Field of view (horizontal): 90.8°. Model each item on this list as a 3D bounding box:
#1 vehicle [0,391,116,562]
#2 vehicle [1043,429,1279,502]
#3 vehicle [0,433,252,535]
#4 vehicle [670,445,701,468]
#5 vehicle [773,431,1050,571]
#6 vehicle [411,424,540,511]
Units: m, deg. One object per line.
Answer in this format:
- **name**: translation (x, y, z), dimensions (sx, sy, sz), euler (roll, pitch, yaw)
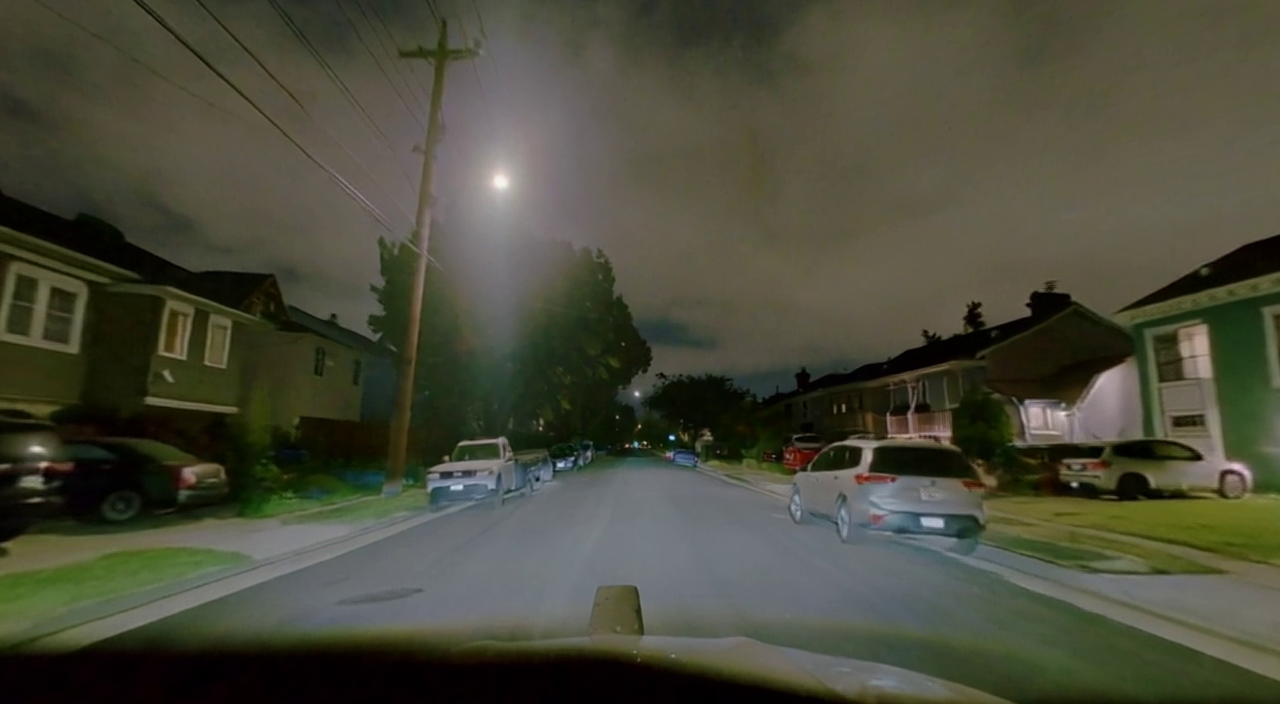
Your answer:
- **vehicle**: translation (-9.102, 1.387, 7.118), dimensions (4.469, 1.816, 2.022), euler (0, -9, -1)
- **vehicle**: translation (12.874, 2.762, 15.605), dimensions (4.377, 1.650, 2.107), euler (0, -9, -2)
- **vehicle**: translation (-9.197, 2.076, 10.243), dimensions (4.462, 1.460, 2.014), euler (0, -9, 1)
- **vehicle**: translation (3.227, 7.497, 45.446), dimensions (1.916, 1.587, 3.986), euler (0, -9, 1)
- **vehicle**: translation (3.523, 2.001, 9.342), dimensions (2.019, 1.536, 4.405), euler (0, -9, -2)
- **vehicle**: translation (-4.047, 2.937, 16.562), dimensions (2.057, 1.887, 5.053), euler (0, -9, -1)
